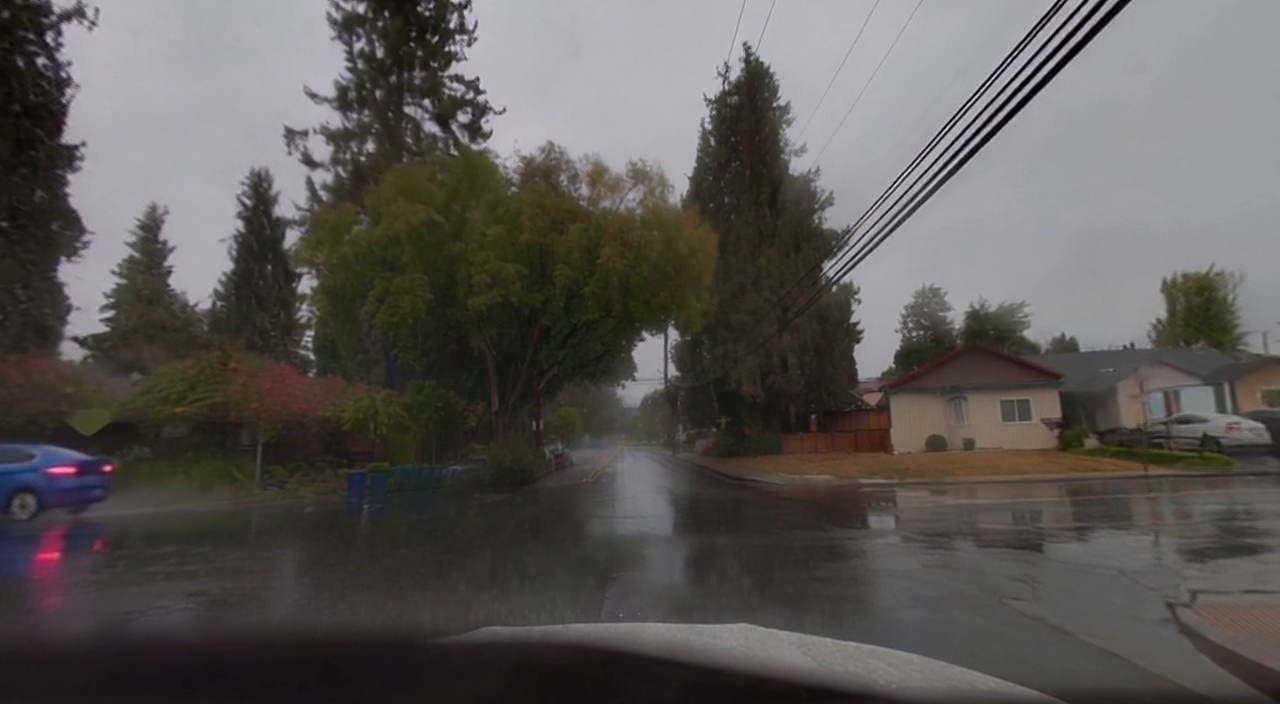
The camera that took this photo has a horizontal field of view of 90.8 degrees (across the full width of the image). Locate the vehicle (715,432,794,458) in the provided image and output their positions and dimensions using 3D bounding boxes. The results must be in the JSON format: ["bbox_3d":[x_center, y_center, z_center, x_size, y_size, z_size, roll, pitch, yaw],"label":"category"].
[{"bbox_3d":[7.491,6.107,41.674,4.784,1.647,1.947,0,-8,-5],"label":"vehicle"}]

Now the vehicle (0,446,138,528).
[{"bbox_3d":[-13.836,2.824,13.446,4.396,1.596,1.988,2,-8,-14],"label":"vehicle"}]
